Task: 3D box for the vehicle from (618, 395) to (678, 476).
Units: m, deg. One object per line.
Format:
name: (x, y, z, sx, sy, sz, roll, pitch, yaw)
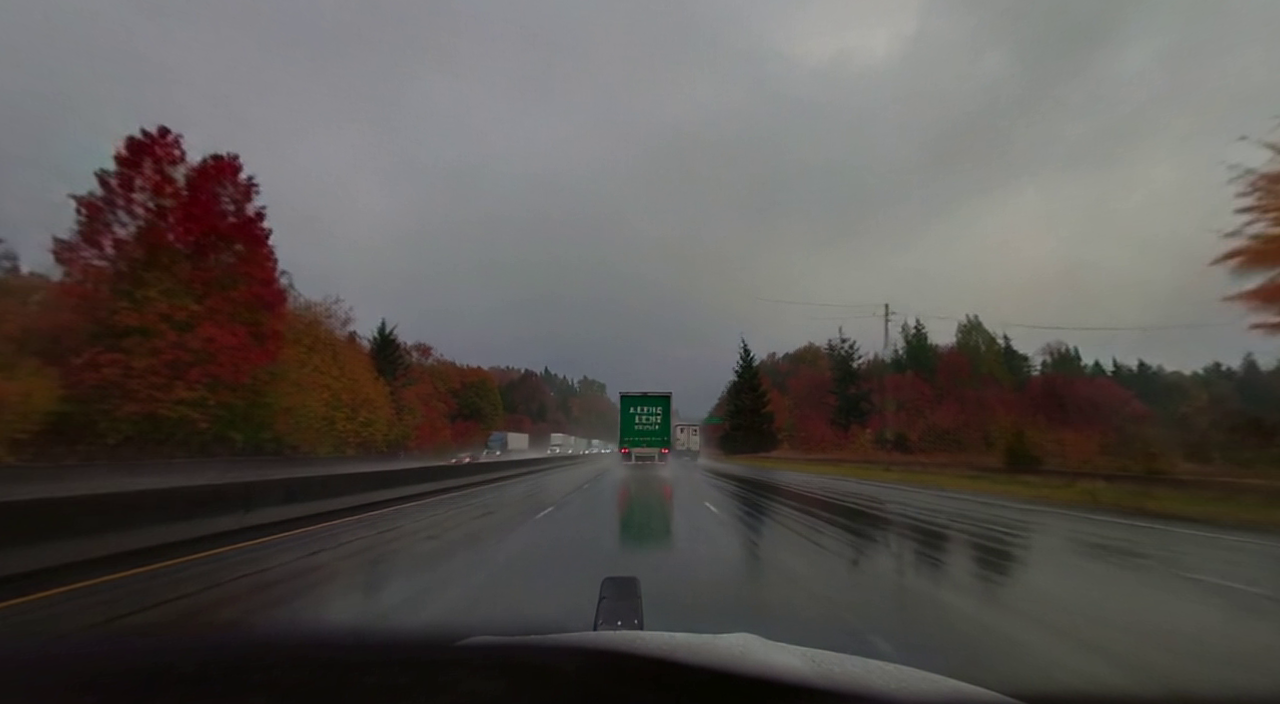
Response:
vehicle: (0.390, 5.032, 37.229, 3.057, 4.073, 10.792, 0, -9, 0)
